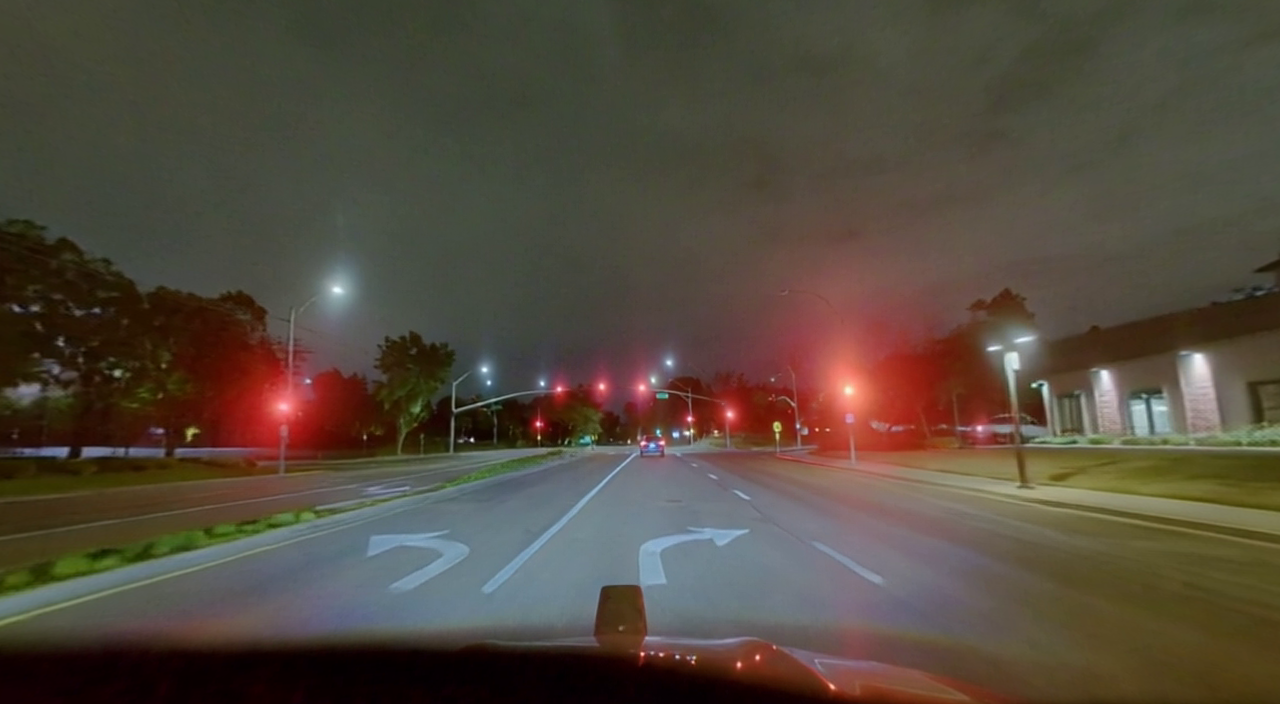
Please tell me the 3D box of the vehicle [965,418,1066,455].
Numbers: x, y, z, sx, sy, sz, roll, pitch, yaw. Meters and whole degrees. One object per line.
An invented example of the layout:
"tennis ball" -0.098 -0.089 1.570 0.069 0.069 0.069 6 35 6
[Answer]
"vehicle" 23.833 5.445 40.481 2.647 2.185 6.556 -1 -8 2

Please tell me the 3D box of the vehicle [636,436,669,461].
"vehicle" 0.743 6.200 40.533 2.028 1.478 4.545 0 -8 0
